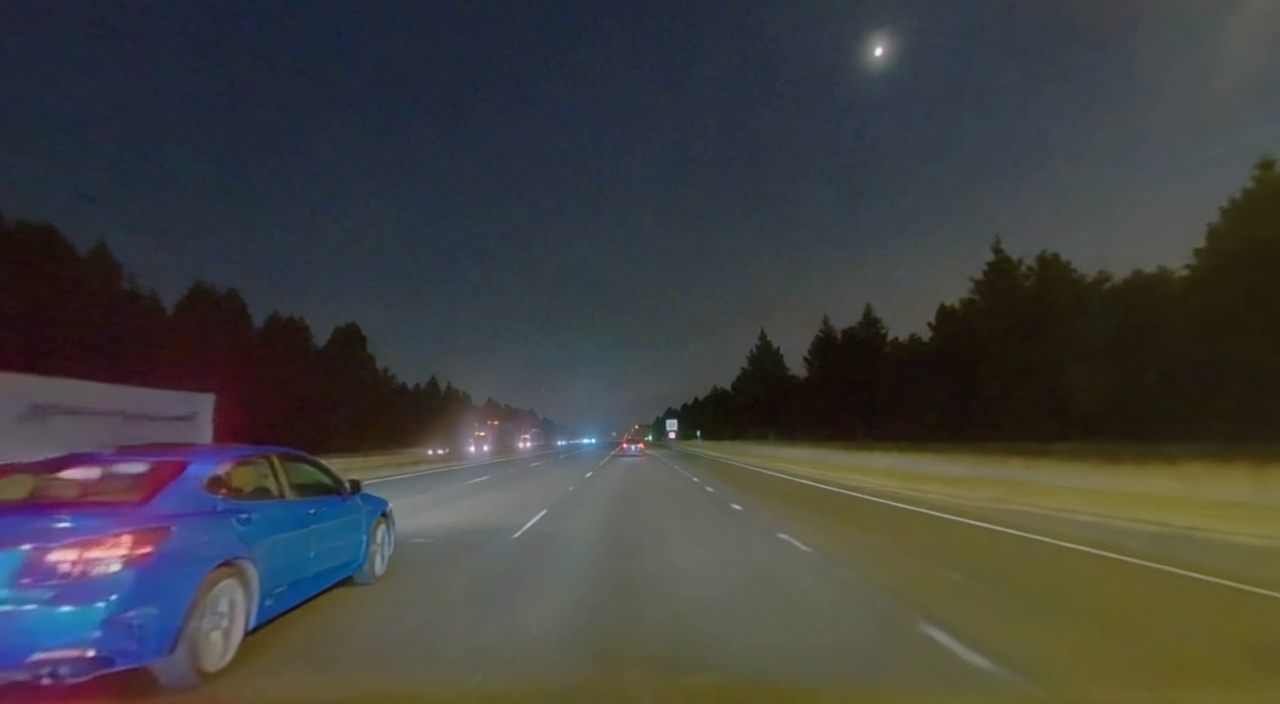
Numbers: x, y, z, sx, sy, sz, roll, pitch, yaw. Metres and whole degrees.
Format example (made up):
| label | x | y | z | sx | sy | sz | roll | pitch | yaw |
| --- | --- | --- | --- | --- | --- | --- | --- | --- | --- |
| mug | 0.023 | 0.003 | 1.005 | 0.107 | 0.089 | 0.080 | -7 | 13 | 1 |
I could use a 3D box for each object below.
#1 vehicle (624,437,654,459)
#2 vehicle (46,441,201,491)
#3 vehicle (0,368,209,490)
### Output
| label | x | y | z | sx | sy | sz | roll | pitch | yaw |
| --- | --- | --- | --- | --- | --- | --- | --- | --- | --- |
| vehicle | -0.104 | 6.763 | 44.498 | 2.028 | 1.440 | 3.690 | 0 | -8 | -2 |
| vehicle | -16.377 | 3.589 | 20.240 | 1.759 | 1.446 | 3.742 | 0 | -8 | 0 |
| vehicle | -22.754 | 3.027 | 24.168 | 2.903 | 3.996 | 13.840 | 0 | -8 | -1 |
